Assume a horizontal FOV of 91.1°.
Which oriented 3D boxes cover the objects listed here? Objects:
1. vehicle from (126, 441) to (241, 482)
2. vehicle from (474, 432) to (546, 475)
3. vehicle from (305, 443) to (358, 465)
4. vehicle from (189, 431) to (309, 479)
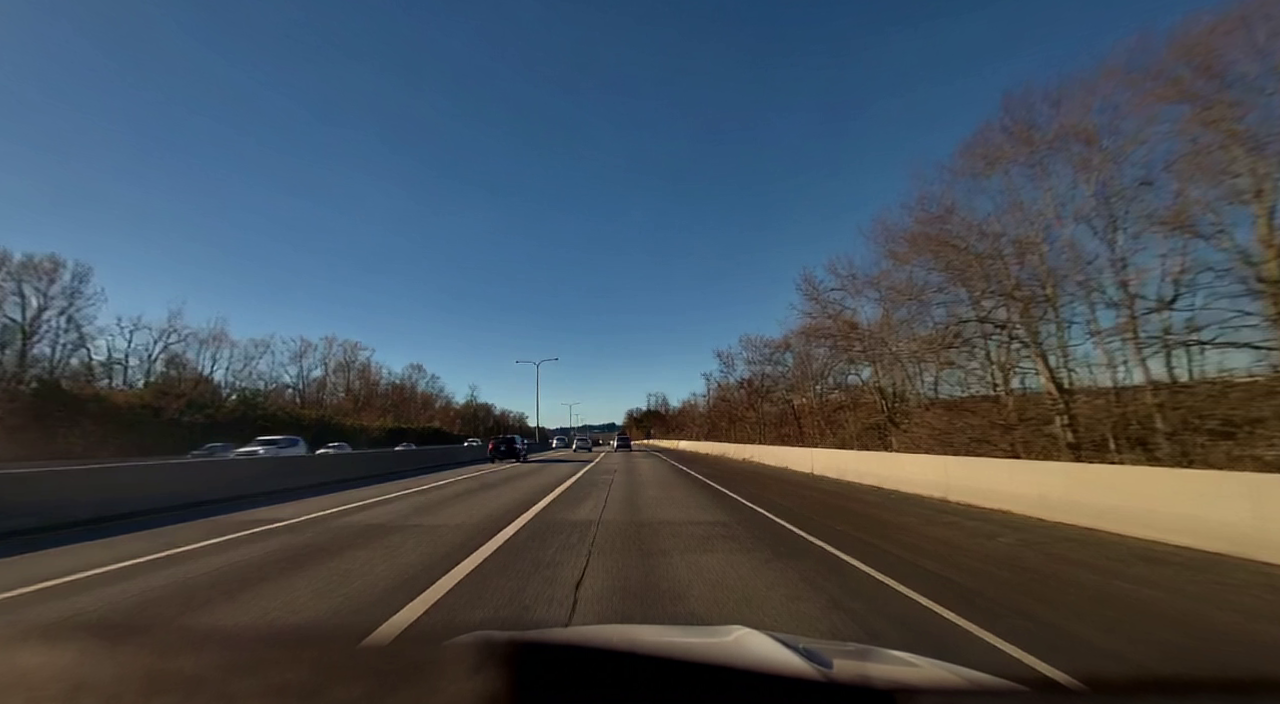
[{"bbox_3d":[-19.477,4.650,27.082,1.838,1.603,4.208,0,-8,-1],"label":"vehicle"},{"bbox_3d":[-4.874,3.841,24.169,1.988,1.505,4.044,0,-8,-2],"label":"vehicle"},{"bbox_3d":[-24.354,8.028,49.822,1.896,1.640,4.744,0,-8,-1],"label":"vehicle"},{"bbox_3d":[-15.612,4.122,25.467,1.996,1.744,4.578,0,-8,-1],"label":"vehicle"}]
